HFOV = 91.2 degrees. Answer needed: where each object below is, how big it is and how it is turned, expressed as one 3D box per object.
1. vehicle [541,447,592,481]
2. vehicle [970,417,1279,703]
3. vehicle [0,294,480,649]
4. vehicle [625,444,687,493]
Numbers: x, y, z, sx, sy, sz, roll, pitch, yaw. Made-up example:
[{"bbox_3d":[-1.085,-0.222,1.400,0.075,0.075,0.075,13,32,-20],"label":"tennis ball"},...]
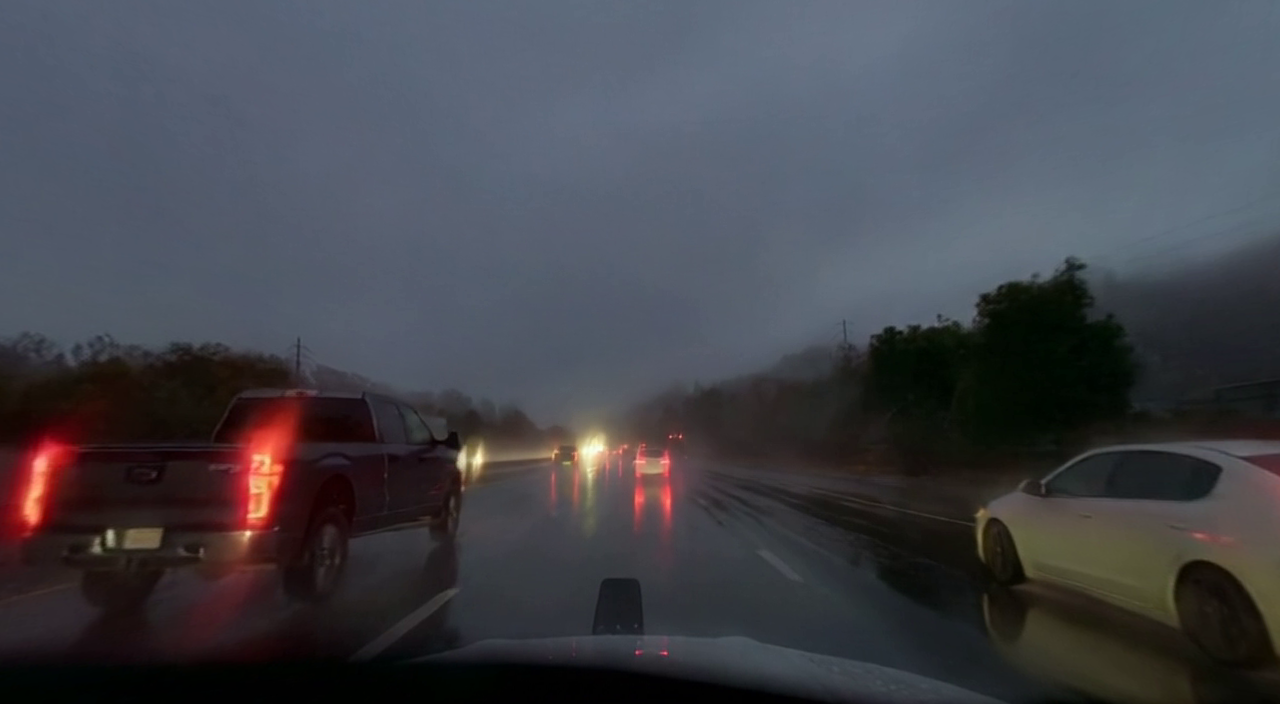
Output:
[{"bbox_3d":[-3.535,5.452,30.783,1.940,1.502,4.463,0,-9,0],"label":"vehicle"},{"bbox_3d":[4.331,1.242,4.242,1.961,1.491,4.035,0,-9,0],"label":"vehicle"},{"bbox_3d":[-3.951,1.255,7.397,2.523,2.458,6.022,0,-9,0],"label":"vehicle"},{"bbox_3d":[0.492,4.095,22.339,2.015,1.526,4.286,0,-9,-1],"label":"vehicle"}]
